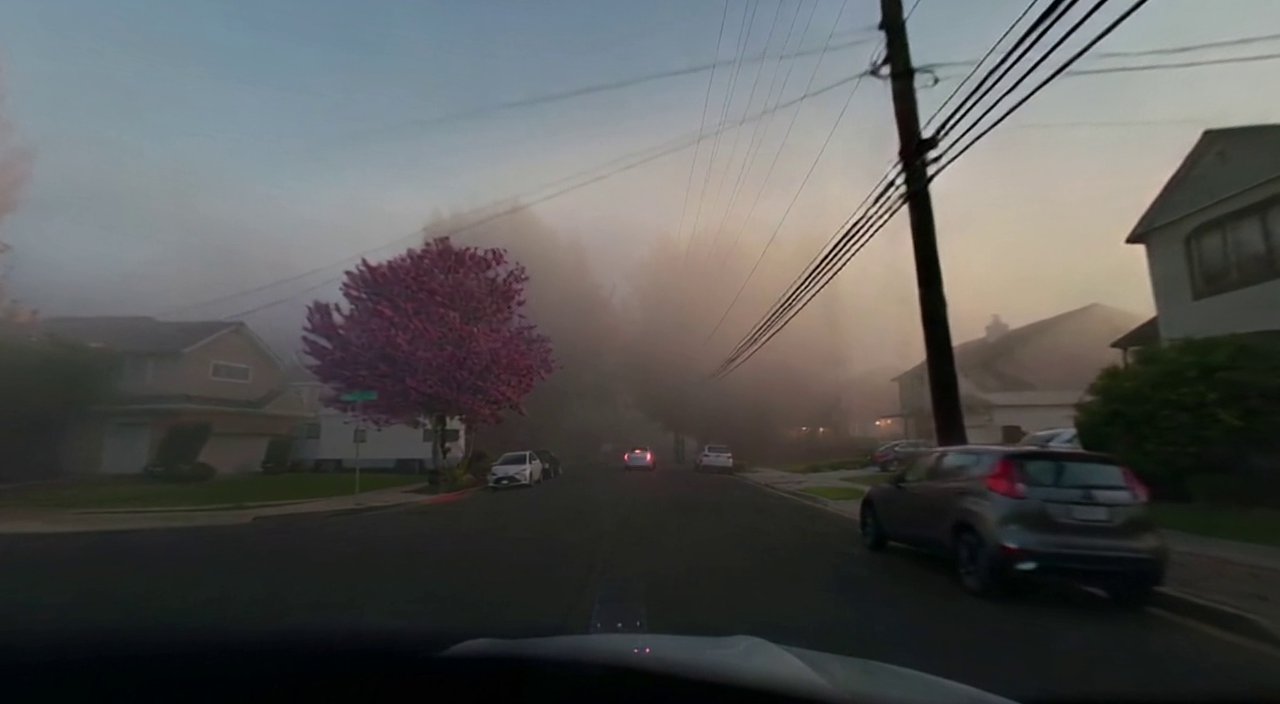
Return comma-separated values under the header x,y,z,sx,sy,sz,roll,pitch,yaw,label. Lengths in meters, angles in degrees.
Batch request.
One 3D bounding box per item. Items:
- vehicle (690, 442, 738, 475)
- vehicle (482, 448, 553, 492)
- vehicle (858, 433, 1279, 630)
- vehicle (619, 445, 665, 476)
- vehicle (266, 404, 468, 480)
x,y,z,sx,sy,sz,roll,pitch,yaw,label
3.997,5.836,34.936,2.103,1.679,4.386,0,-9,-1,vehicle
-4.767,4.628,25.165,1.874,1.413,4.442,0,-7,1,vehicle
4.259,1.756,7.246,2.058,1.535,4.323,0,-9,2,vehicle
0.179,5.370,31.555,2.075,1.449,4.526,-1,-9,3,vehicle
-12.920,4.357,30.460,8.239,3.354,2.902,1,-9,1,vehicle
